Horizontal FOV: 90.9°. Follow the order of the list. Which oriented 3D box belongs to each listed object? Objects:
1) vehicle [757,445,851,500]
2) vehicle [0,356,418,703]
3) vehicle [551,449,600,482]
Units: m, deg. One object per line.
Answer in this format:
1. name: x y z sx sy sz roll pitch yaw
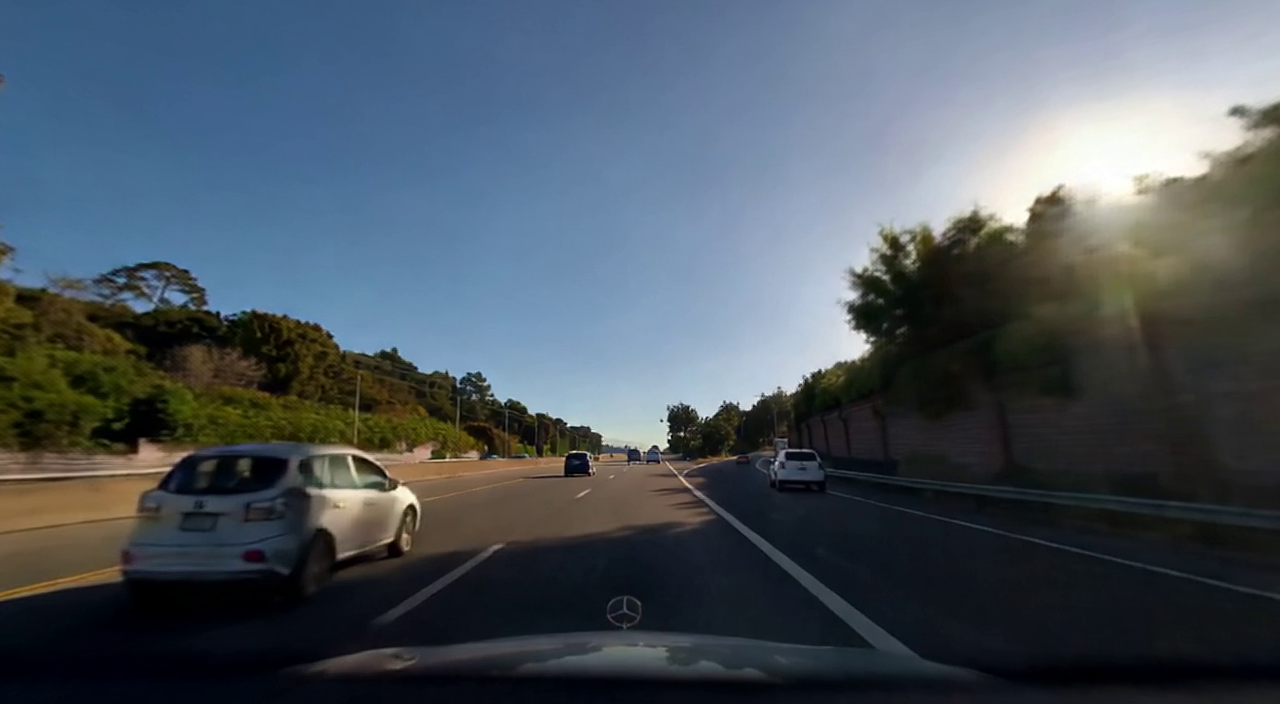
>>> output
1. vehicle: 5.150 3.832 20.474 2.020 1.548 4.715 0 -9 3
2. vehicle: -3.539 1.188 4.559 2.263 1.696 4.321 0 -9 0
3. vehicle: -3.208 5.768 32.228 1.997 1.540 3.906 0 -9 1
